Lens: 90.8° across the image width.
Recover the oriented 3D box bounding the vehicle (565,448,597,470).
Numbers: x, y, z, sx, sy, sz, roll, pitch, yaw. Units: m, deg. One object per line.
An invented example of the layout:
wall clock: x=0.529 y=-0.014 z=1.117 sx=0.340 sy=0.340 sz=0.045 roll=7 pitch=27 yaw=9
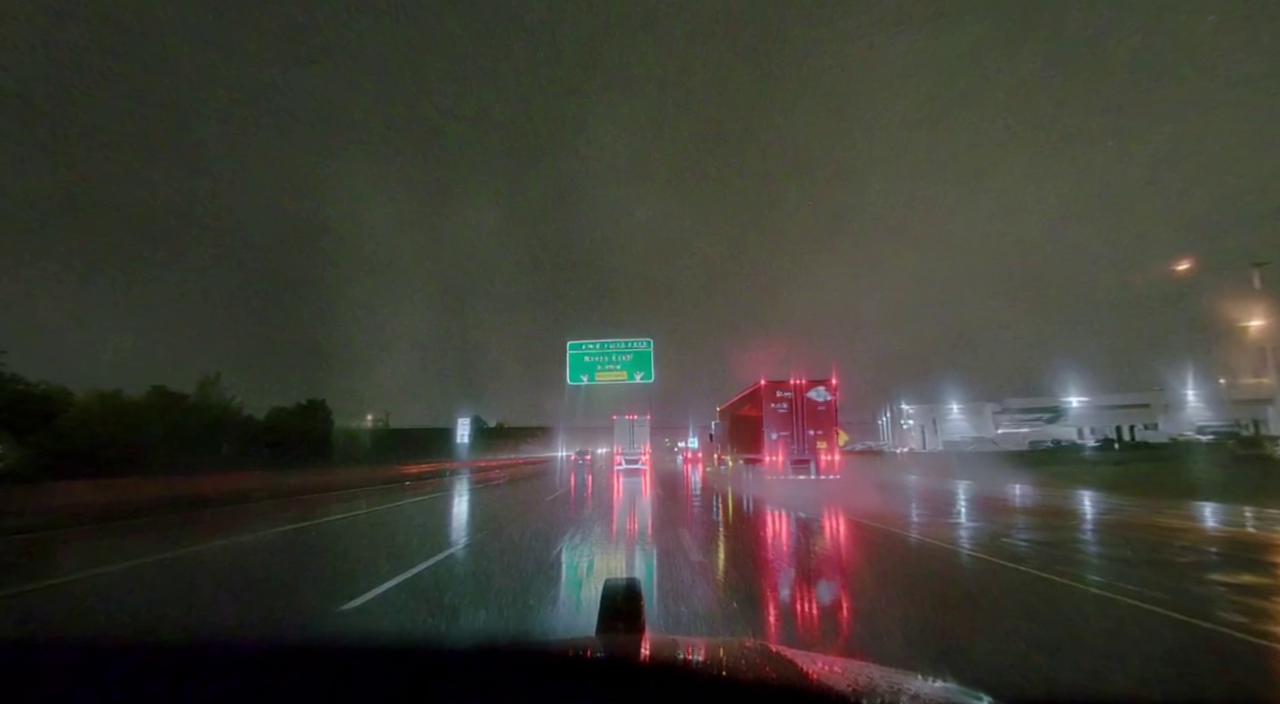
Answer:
vehicle: x=-4.258 y=7.764 z=45.948 sx=1.986 sy=1.508 sz=4.133 roll=0 pitch=-9 yaw=-1
